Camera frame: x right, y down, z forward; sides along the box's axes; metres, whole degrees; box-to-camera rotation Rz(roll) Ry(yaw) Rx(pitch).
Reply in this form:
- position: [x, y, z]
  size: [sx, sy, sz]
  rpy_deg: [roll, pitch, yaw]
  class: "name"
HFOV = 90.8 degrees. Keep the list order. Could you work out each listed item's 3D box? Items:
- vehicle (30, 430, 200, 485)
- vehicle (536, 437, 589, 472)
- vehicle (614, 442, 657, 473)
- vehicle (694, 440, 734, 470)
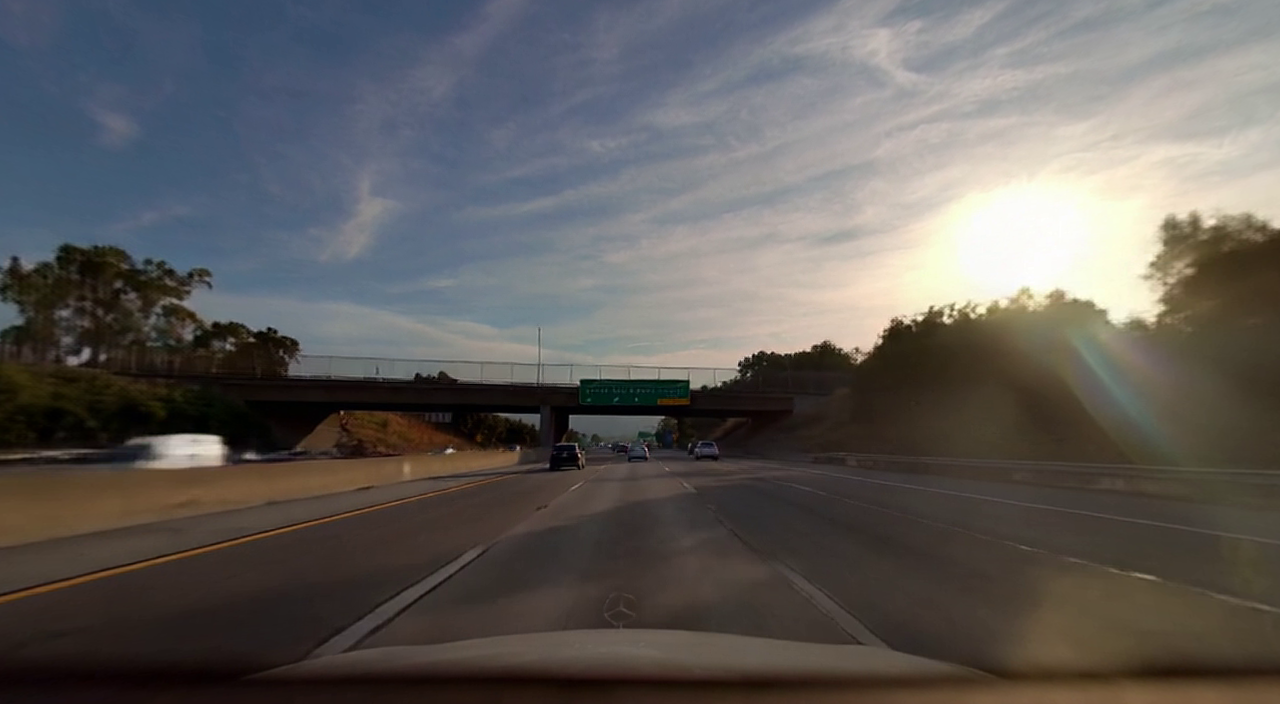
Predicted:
- position: [-20.484, 4.138, 25.059]
  size: [2.230, 1.931, 5.157]
  rpy_deg: [0, -9, 1]
  class: "vehicle"
- position: [-4.071, 5.475, 33.927]
  size: [2.113, 1.756, 4.471]
  rpy_deg: [0, -9, 2]
  class: "vehicle"
- position: [-0.195, 5.369, 32.388]
  size: [2.075, 1.486, 4.007]
  rpy_deg: [0, -8, 0]
  class: "vehicle"
- position: [4.259, 6.009, 36.925]
  size: [1.936, 1.625, 3.991]
  rpy_deg: [0, -8, 1]
  class: "vehicle"
